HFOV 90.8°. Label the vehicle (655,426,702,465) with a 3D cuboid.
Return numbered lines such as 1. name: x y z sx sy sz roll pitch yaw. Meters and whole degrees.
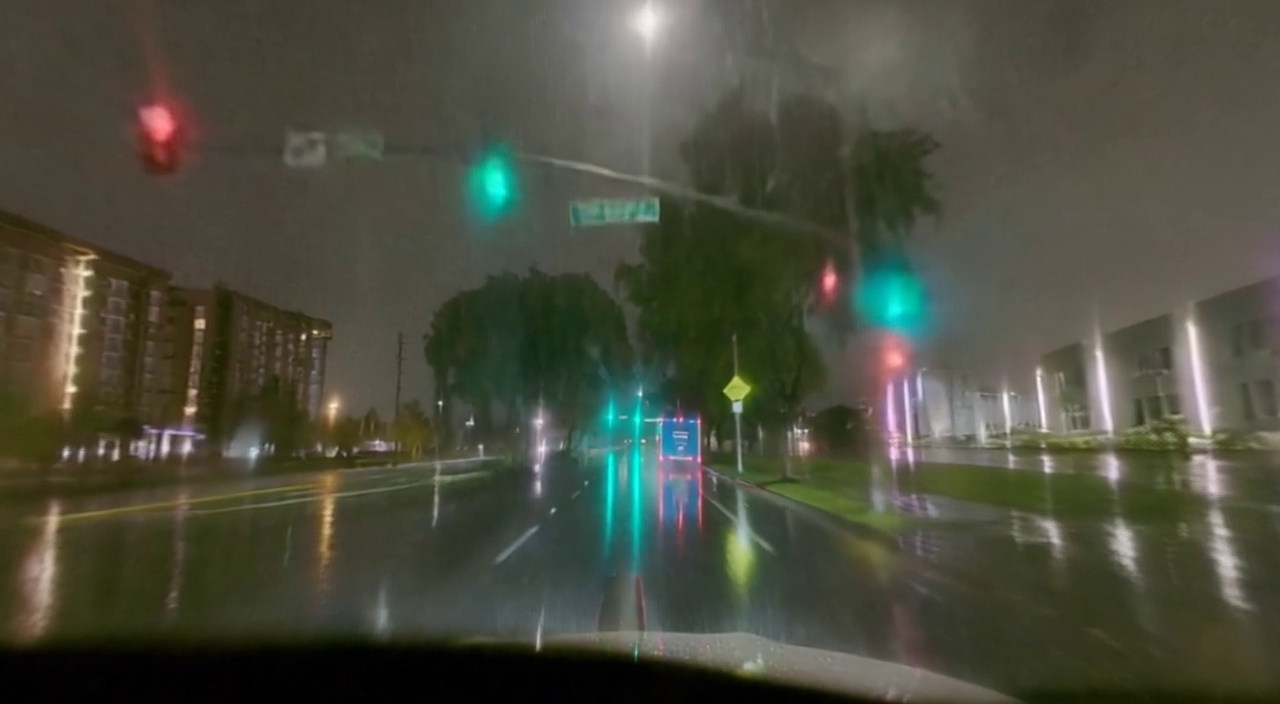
1. vehicle: 2.260 5.733 38.817 2.514 2.218 5.013 0 -9 -1
